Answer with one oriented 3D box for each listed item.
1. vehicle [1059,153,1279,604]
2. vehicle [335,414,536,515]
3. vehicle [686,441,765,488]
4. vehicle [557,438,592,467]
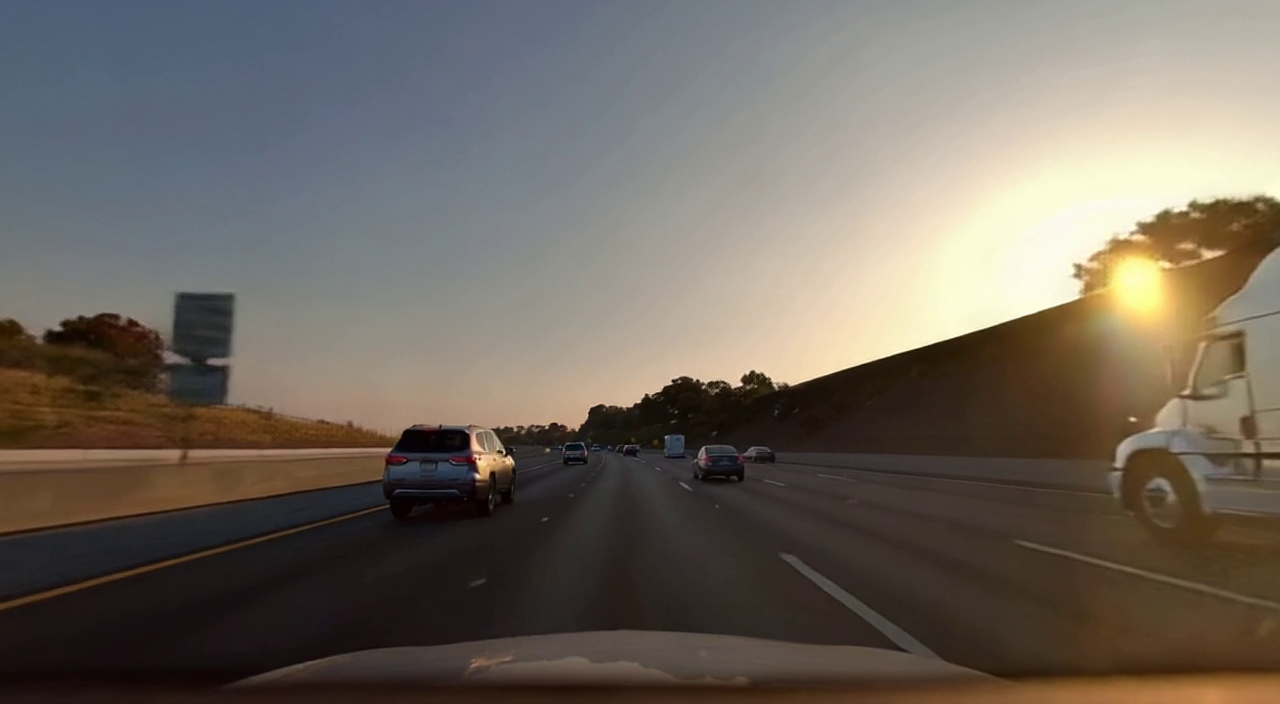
[{"bbox_3d":[7.240,-0.267,2.140,3.548,3.827,11.870,0,-9,1],"label":"vehicle"},{"bbox_3d":[-4.251,2.517,14.619,2.684,1.839,5.803,0,-9,0],"label":"vehicle"},{"bbox_3d":[2.956,4.023,22.872,2.053,1.510,4.400,0,-9,-3],"label":"vehicle"},{"bbox_3d":[-4.479,6.913,43.608,2.149,1.843,4.348,1,-9,-3],"label":"vehicle"}]
